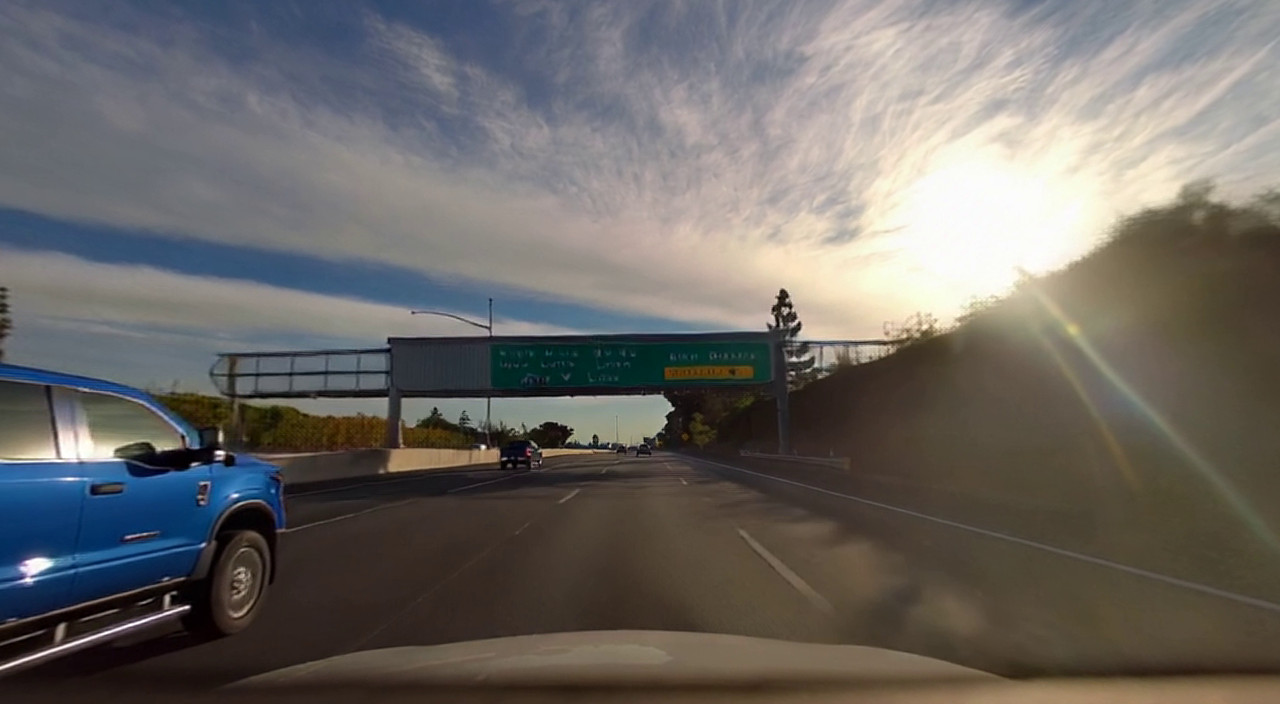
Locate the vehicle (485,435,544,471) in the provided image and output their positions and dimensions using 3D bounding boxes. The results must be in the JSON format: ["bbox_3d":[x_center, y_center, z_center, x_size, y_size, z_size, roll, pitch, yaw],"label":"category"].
[{"bbox_3d":[-6.998,5.722,35.824,2.260,1.917,5.499,0,-9,0],"label":"vehicle"}]

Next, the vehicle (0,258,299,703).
[{"bbox_3d":[-3.690,0.488,1.445,2.339,2.004,6.171,0,-9,0],"label":"vehicle"}]
